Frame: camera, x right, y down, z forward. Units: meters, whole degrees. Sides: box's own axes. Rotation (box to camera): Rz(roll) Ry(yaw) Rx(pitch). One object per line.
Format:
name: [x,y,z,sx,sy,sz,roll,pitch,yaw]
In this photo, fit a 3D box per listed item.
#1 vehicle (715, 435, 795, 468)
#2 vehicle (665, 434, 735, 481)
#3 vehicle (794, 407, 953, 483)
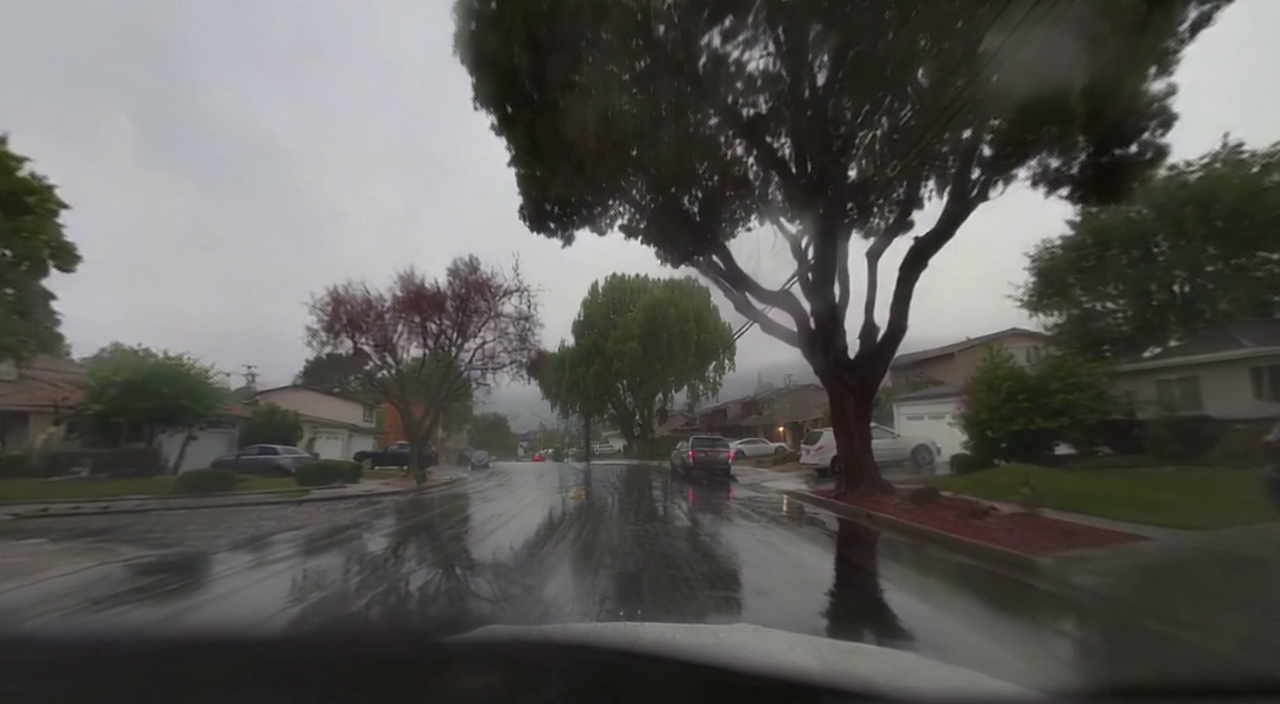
vehicle: [7.369,6.457,40.997,4.666,1.655,2.169,-5,-8,1]
vehicle: [2.628,4.803,29.002,2.214,1.962,4.733,1,-8,-7]
vehicle: [8.532,3.433,23.461,4.801,2.139,2.164,-6,-8,-2]
